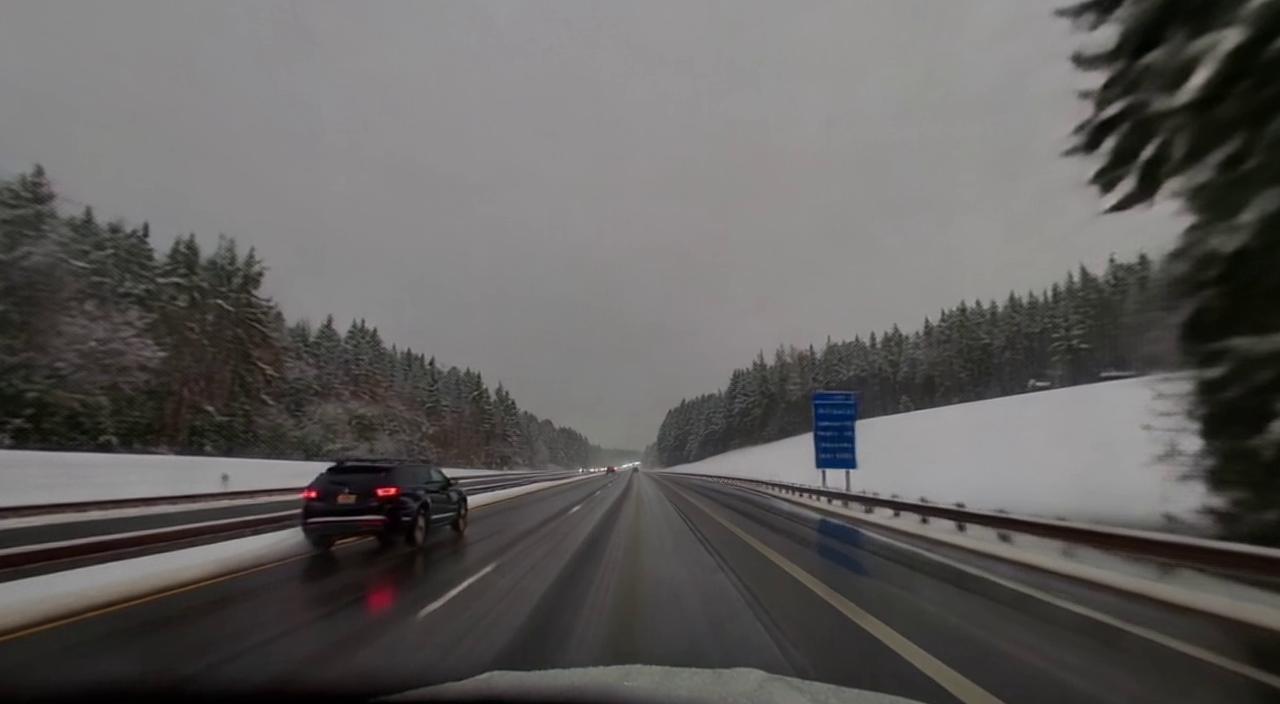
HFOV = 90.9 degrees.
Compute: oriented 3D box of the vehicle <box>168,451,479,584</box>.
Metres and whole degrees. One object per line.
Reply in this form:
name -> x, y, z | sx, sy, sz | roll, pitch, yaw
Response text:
vehicle -> -4.119, 2.271, 9.389 | 2.183, 1.435, 4.653 | 1, -10, 0
